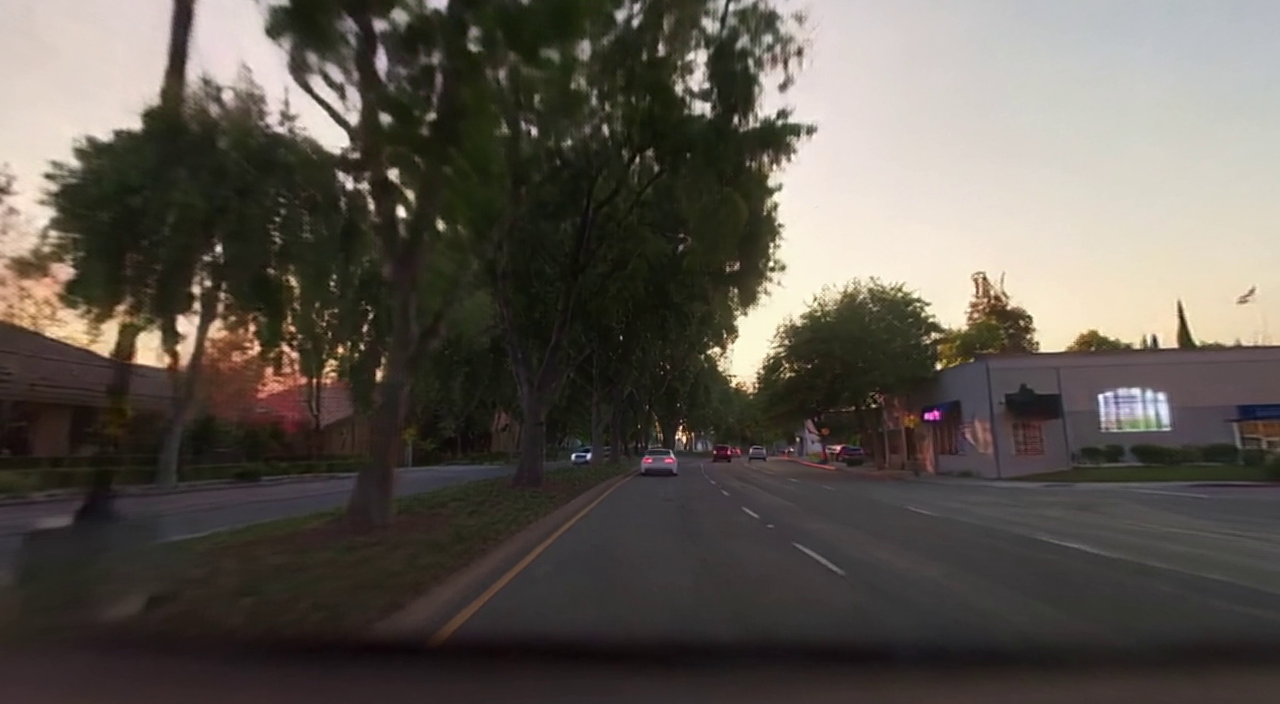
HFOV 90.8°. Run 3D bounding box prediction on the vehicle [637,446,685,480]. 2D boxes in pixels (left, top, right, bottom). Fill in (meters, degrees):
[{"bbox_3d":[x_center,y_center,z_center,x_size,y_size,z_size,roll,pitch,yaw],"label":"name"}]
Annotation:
[{"bbox_3d":[1.045,5.150,29.596,2.095,1.456,3.873,-1,-9,4],"label":"vehicle"}]
